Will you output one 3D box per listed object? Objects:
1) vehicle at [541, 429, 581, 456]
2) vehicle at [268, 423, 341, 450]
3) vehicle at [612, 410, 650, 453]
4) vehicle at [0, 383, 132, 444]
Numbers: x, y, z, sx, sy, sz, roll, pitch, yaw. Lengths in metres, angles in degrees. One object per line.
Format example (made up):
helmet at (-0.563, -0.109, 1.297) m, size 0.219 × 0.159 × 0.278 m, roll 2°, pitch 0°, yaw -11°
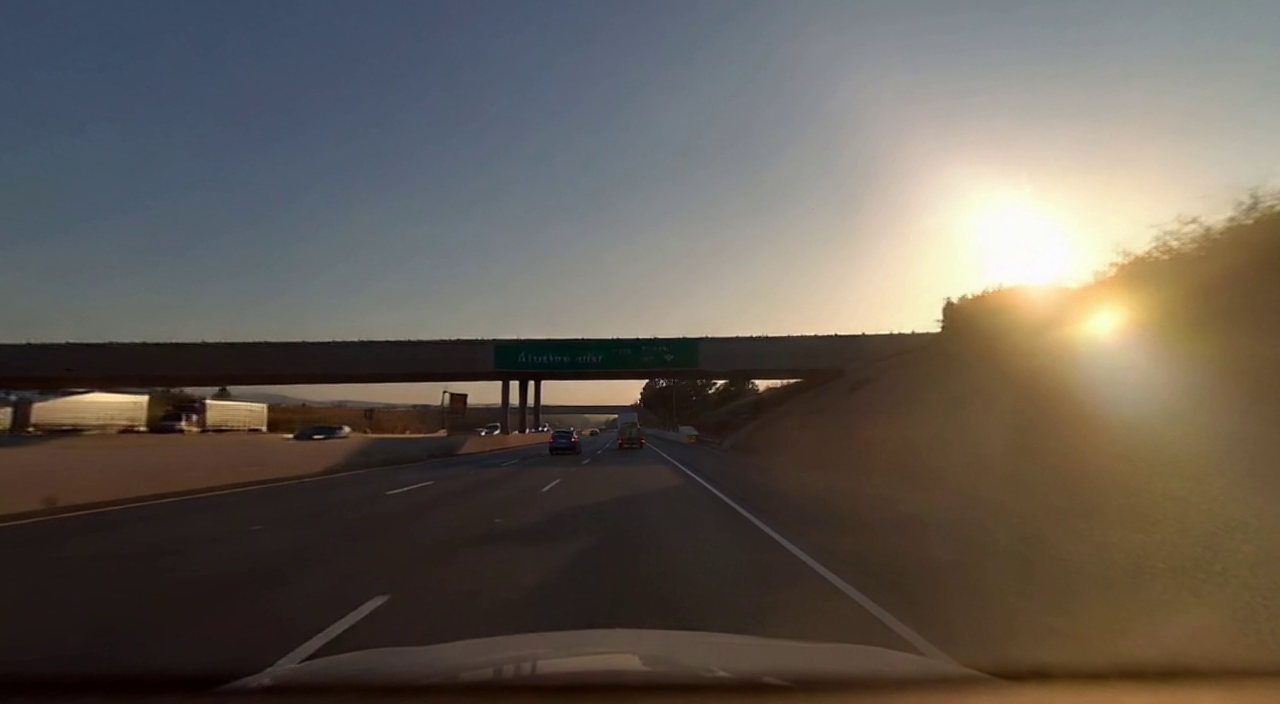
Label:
vehicle at (-4.688, 5.463, 37.930) m, size 1.932 × 1.544 × 3.864 m, roll 0°, pitch -8°, yaw -1°
vehicle at (-19.961, 5.079, 37.649) m, size 1.860 × 1.514 × 4.643 m, roll 0°, pitch -8°, yaw -1°
vehicle at (-0.648, 5.478, 42.979) m, size 2.418 × 2.704 × 6.445 m, roll 0°, pitch -8°, yaw -2°
vehicle at (-41.700, 4.593, 45.277) m, size 2.866 × 3.976 × 8.572 m, roll 0°, pitch -8°, yaw 0°
